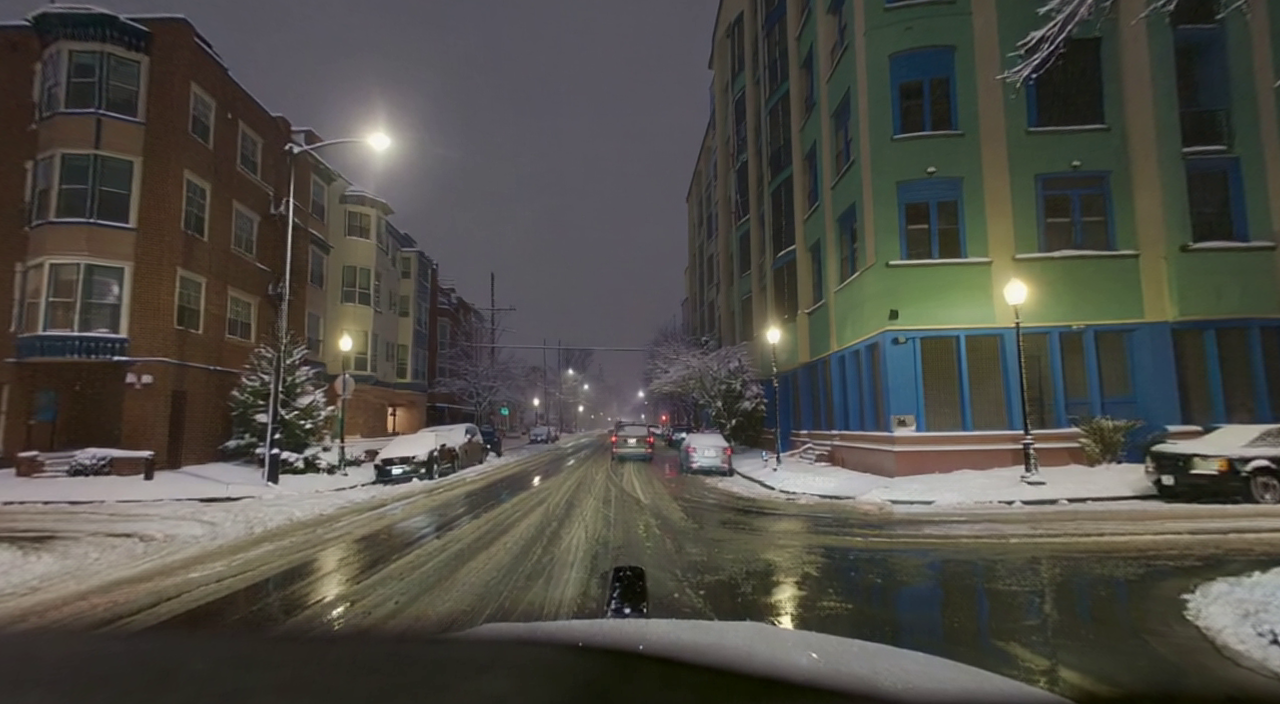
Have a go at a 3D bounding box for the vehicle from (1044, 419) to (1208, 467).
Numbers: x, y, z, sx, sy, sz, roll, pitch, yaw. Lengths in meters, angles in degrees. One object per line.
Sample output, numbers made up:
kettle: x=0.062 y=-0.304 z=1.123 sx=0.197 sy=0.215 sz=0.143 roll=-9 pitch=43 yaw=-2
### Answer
vehicle: x=15.414 y=2.914 z=20.143 sx=3.752 sy=1.453 sz=1.709 roll=0 pitch=-9 yaw=2

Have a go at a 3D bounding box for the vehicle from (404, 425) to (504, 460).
vehicle: x=-11.441 y=5.589 z=38.872 sx=5.540 sy=1.950 sz=2.113 roll=4 pitch=-12 yaw=-28

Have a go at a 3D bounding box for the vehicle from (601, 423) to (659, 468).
vehicle: x=-0.545 y=4.254 z=28.686 sx=2.412 sy=1.834 sz=4.636 roll=0 pitch=-9 yaw=-3

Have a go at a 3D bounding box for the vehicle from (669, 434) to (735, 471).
vehicle: x=2.538 y=4.289 z=27.049 sx=2.290 sy=1.456 sz=4.503 roll=0 pitch=-8 yaw=-1
